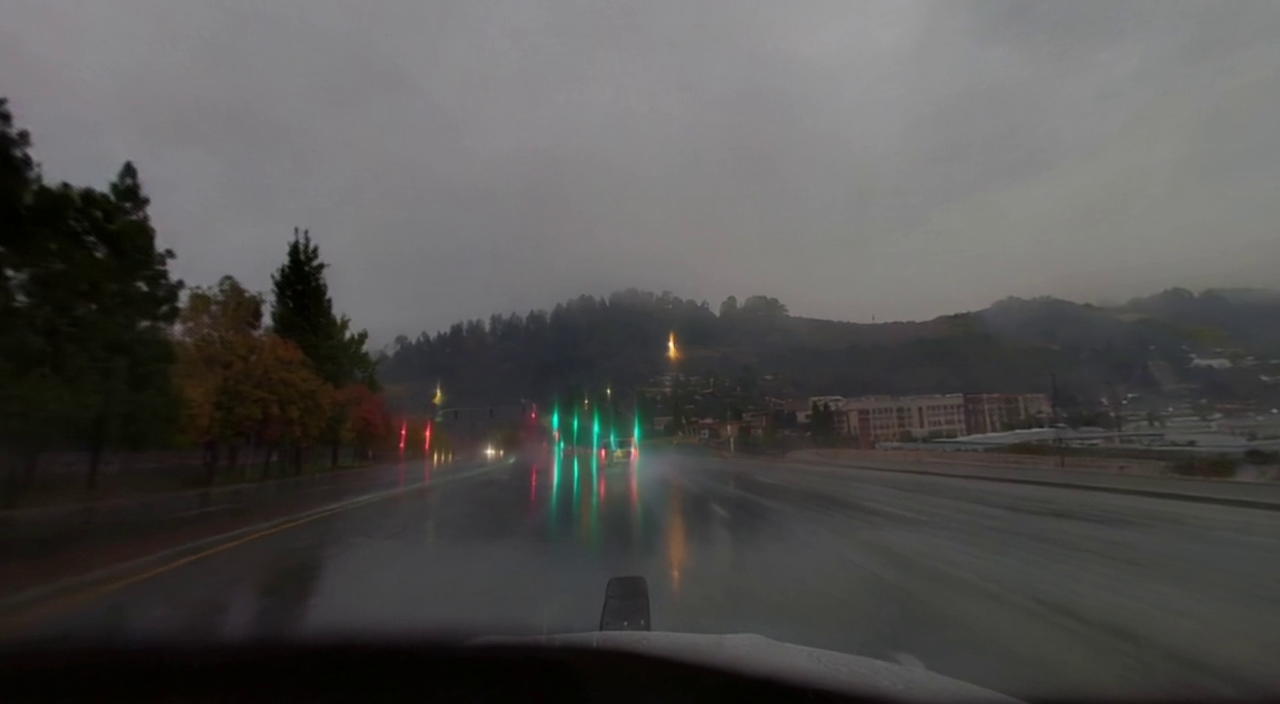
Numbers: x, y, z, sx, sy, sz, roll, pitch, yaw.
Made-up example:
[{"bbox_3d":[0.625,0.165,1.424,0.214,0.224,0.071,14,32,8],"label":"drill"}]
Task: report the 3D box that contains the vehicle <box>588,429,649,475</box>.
[{"bbox_3d":[-1.021,4.239,26.945,2.253,1.756,4.313,1,-8,-6],"label":"vehicle"}]
